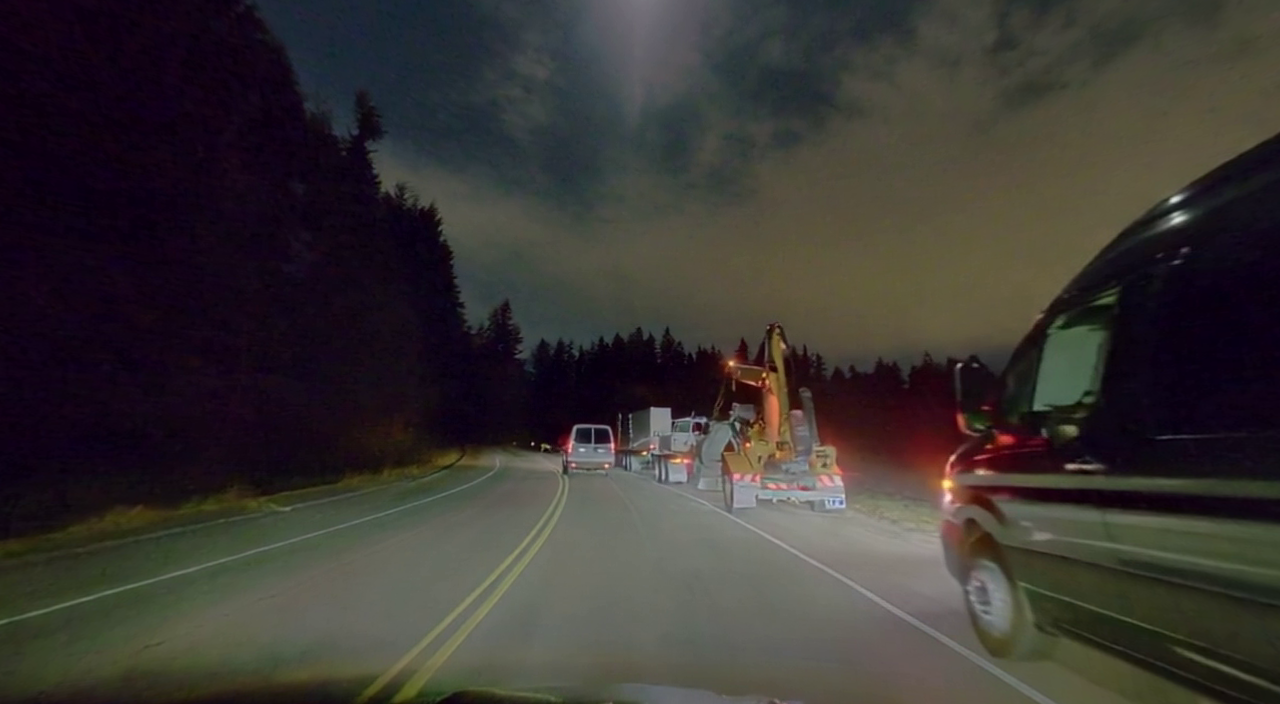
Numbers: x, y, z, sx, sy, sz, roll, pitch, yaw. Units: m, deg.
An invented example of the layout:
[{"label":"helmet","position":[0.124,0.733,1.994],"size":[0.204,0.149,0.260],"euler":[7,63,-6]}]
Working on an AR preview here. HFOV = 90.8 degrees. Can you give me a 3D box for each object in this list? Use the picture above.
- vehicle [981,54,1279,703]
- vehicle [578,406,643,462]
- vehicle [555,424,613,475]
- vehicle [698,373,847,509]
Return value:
[{"label":"vehicle","position":[4.654,-0.035,1.434],"size":[3.126,3.310,8.534],"euler":[0,-9,2]},{"label":"vehicle","position":[-2.538,6.547,49.685],"size":[2.967,3.874,10.436],"euler":[2,-9,-14]},{"label":"vehicle","position":[-2.787,4.676,30.313],"size":[2.362,2.223,4.892],"euler":[1,-9,-9]},{"label":"vehicle","position":[3.201,2.315,16.419],"size":[2.703,3.066,4.047],"euler":[1,-9,-4]}]
